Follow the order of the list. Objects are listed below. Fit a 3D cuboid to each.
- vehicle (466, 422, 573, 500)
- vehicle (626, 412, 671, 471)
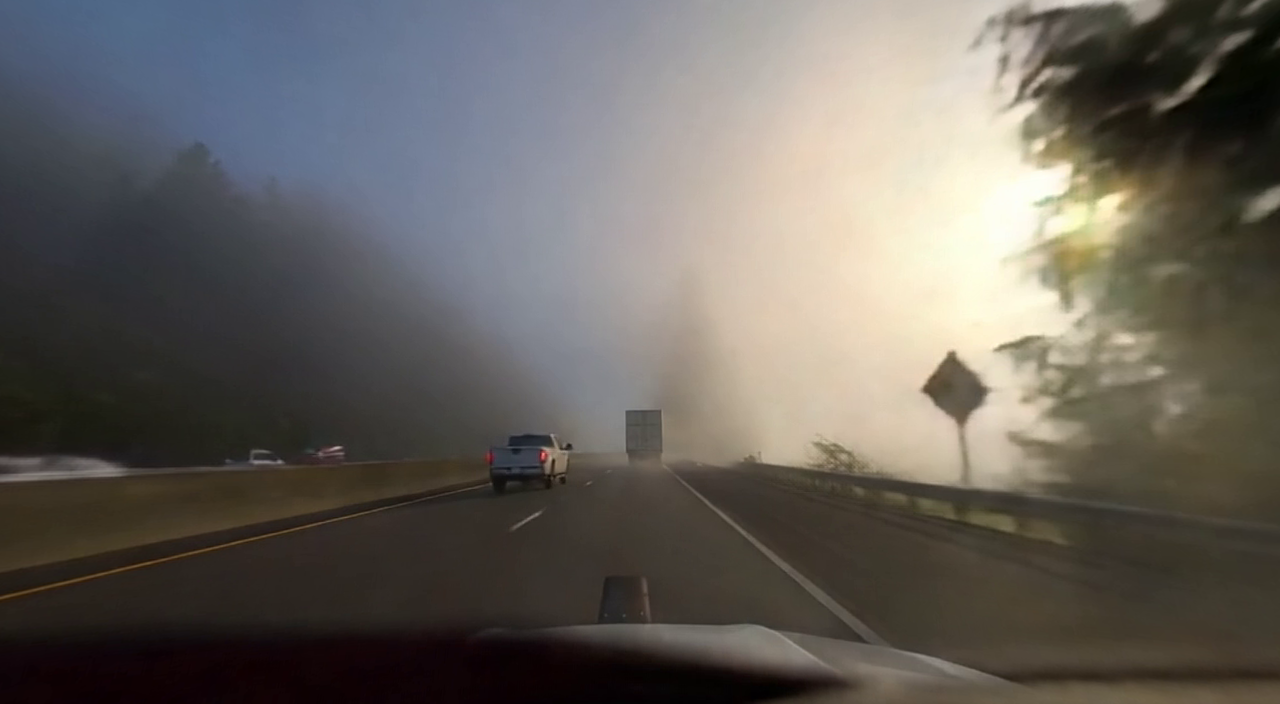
[{"bbox_3d":[-3.663,3.466,20.414,2.283,2.156,5.546,0,-9,1],"label":"vehicle"},{"bbox_3d":[0.593,6.840,47.869,3.024,3.965,10.399,0,-9,0],"label":"vehicle"}]
